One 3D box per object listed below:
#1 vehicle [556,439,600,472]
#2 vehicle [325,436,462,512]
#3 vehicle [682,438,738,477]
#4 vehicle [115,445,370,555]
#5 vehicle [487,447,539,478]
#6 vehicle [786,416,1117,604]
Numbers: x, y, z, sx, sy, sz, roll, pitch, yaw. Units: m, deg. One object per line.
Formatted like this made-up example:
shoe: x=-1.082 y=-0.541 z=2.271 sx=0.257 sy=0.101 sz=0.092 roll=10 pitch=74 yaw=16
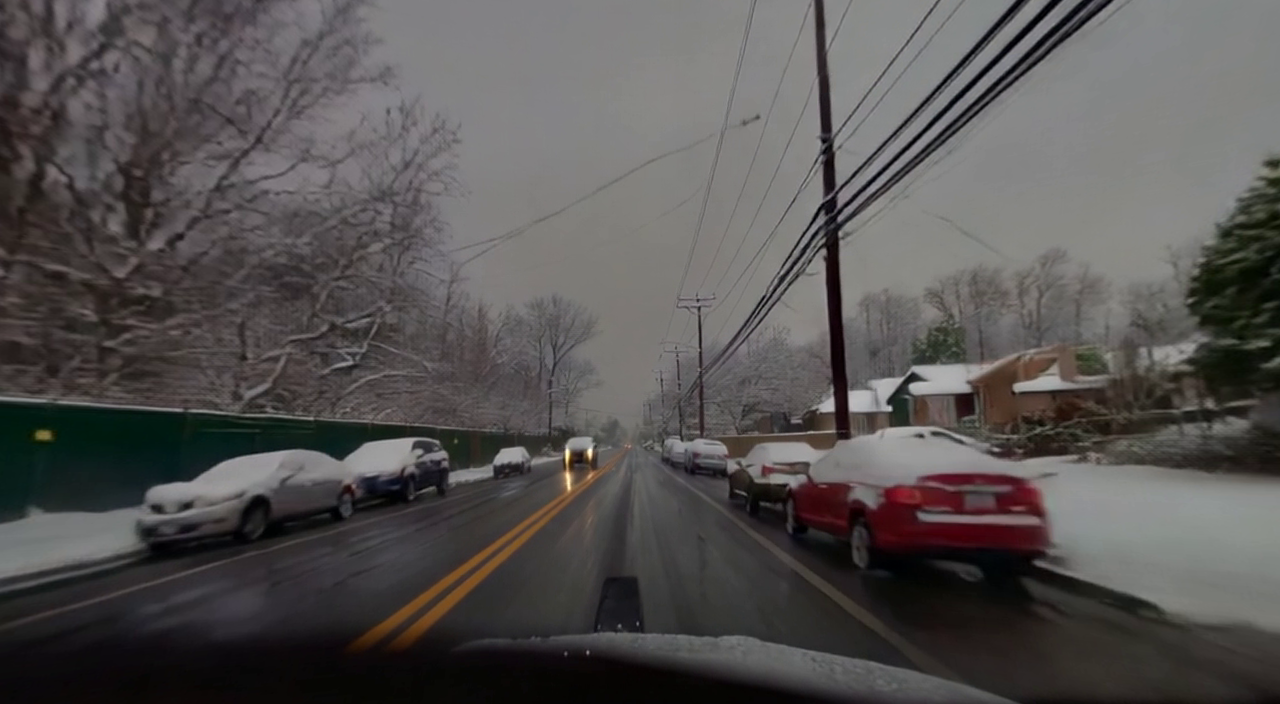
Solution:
vehicle: x=-3.696 y=6.290 z=38.526 sx=2.210 sy=1.838 sz=4.854 roll=0 pitch=-9 yaw=0
vehicle: x=-6.744 y=3.321 z=17.957 sx=2.014 sy=1.817 sz=4.639 roll=-1 pitch=-8 yaw=0
vehicle: x=3.296 y=5.106 z=30.781 sx=2.031 sy=1.762 sz=4.749 roll=0 pitch=-9 yaw=-2
vehicle: x=-6.701 y=2.473 z=11.403 sx=1.866 sy=1.487 sz=4.416 roll=-1 pitch=-8 yaw=-2
vehicle: x=-6.967 y=6.067 z=35.028 sx=1.843 sy=1.589 sz=4.416 roll=0 pitch=-9 yaw=1
vehicle: x=3.208 y=1.697 z=7.676 sx=1.826 sy=1.614 sz=4.241 roll=0 pitch=-9 yaw=0
